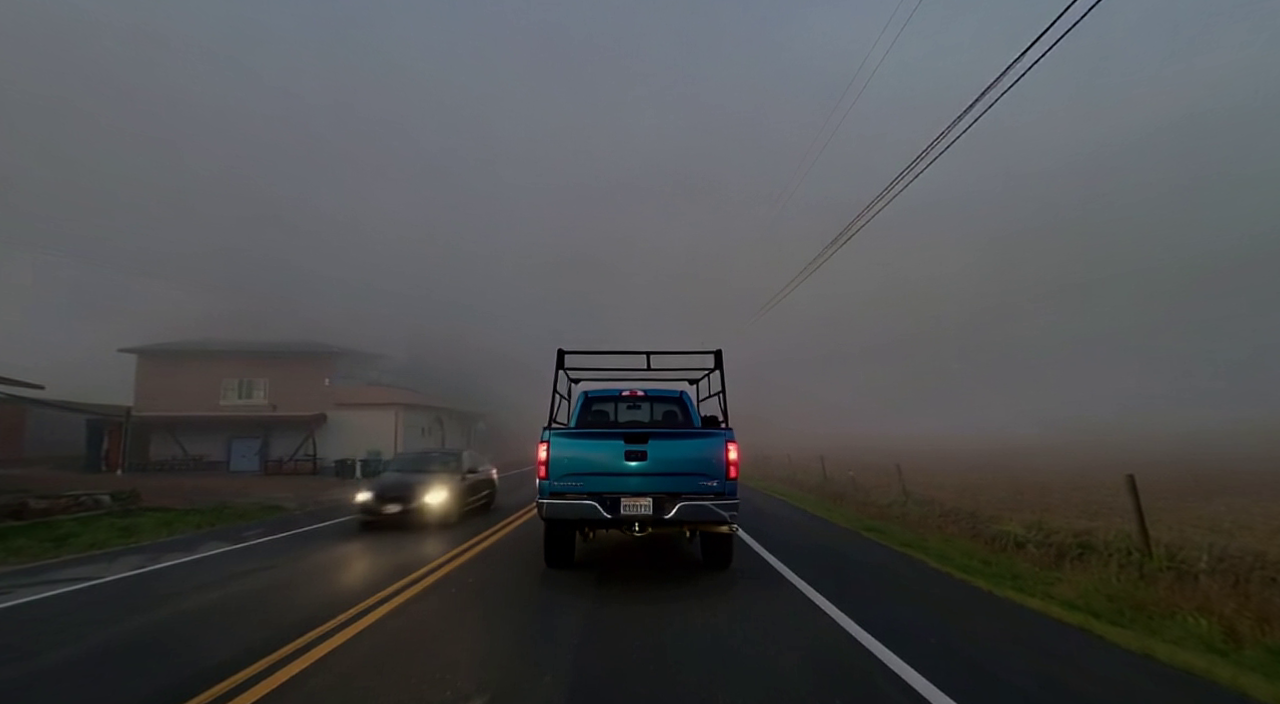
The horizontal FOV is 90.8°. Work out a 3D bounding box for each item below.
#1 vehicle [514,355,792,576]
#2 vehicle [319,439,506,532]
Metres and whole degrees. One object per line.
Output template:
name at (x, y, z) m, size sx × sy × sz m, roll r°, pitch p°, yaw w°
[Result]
vehicle at (0.041, 1.724, 10.386) m, size 2.912 × 2.320 × 7.292 m, roll 0°, pitch -8°, yaw -2°
vehicle at (-4.093, 2.464, 12.292) m, size 2.014 × 1.459 × 4.349 m, roll 0°, pitch -8°, yaw 0°
